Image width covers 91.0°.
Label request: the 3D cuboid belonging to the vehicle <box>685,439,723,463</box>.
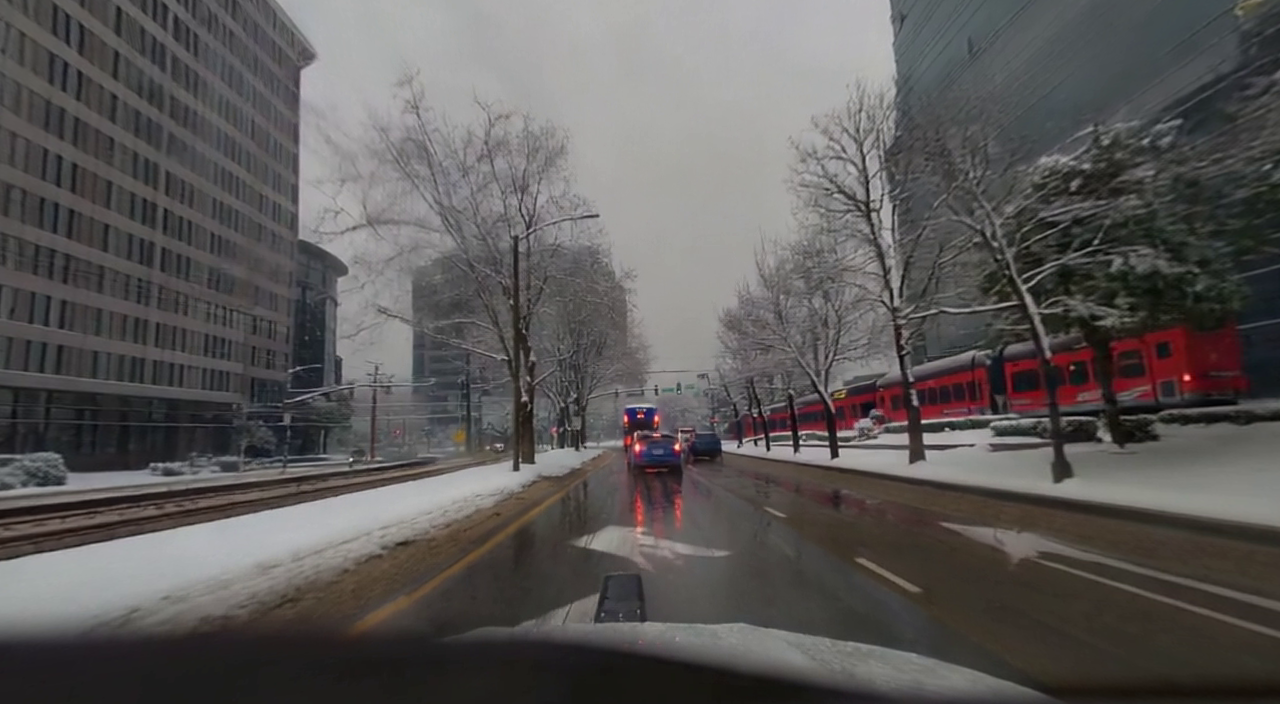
[{"bbox_3d":[4.051,6.358,40.471,1.916,1.466,4.529,0,-9,-1],"label":"vehicle"}]

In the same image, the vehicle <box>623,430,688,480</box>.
[{"bbox_3d":[0.499,3.823,23.453,2.190,1.684,4.084,0,-9,0],"label":"vehicle"}]
